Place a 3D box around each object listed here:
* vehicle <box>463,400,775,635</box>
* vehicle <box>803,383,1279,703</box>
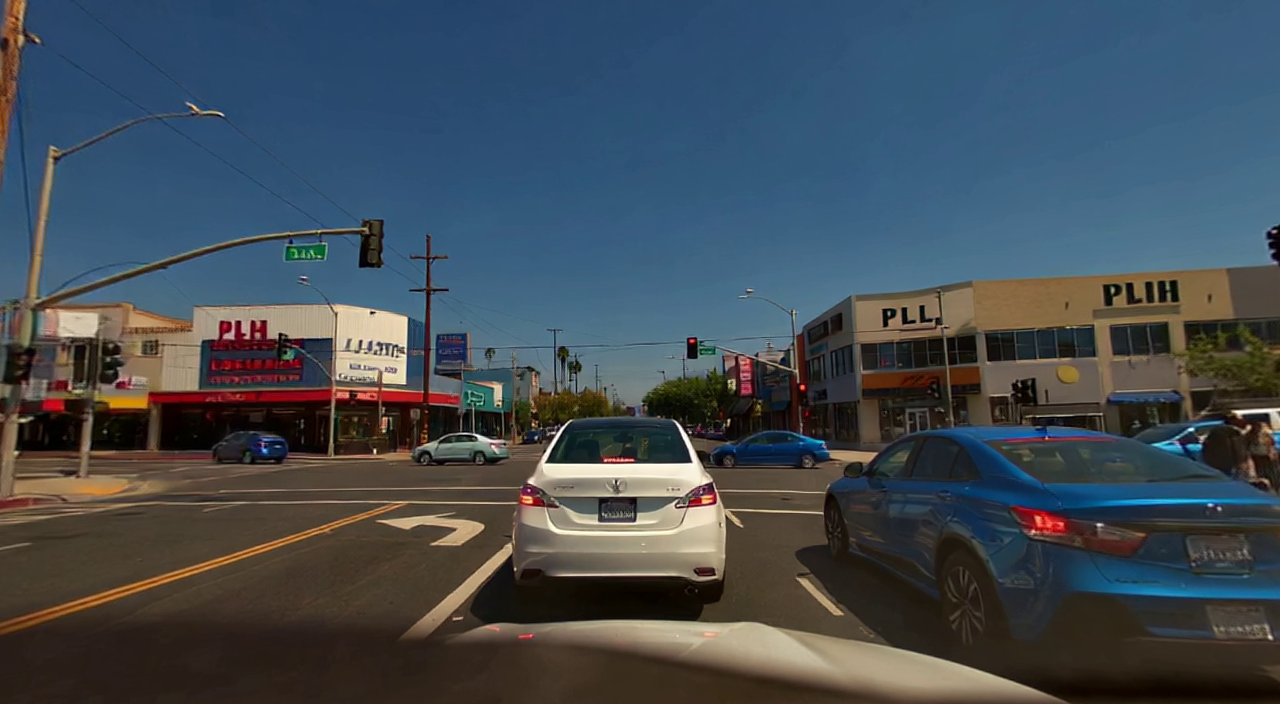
[{"bbox_3d":[-0.144,1.477,6.738,2.123,1.589,4.702,0,-8,0],"label":"vehicle"},{"bbox_3d":[3.036,1.307,5.440,1.983,1.654,4.354,0,-8,-1],"label":"vehicle"}]
